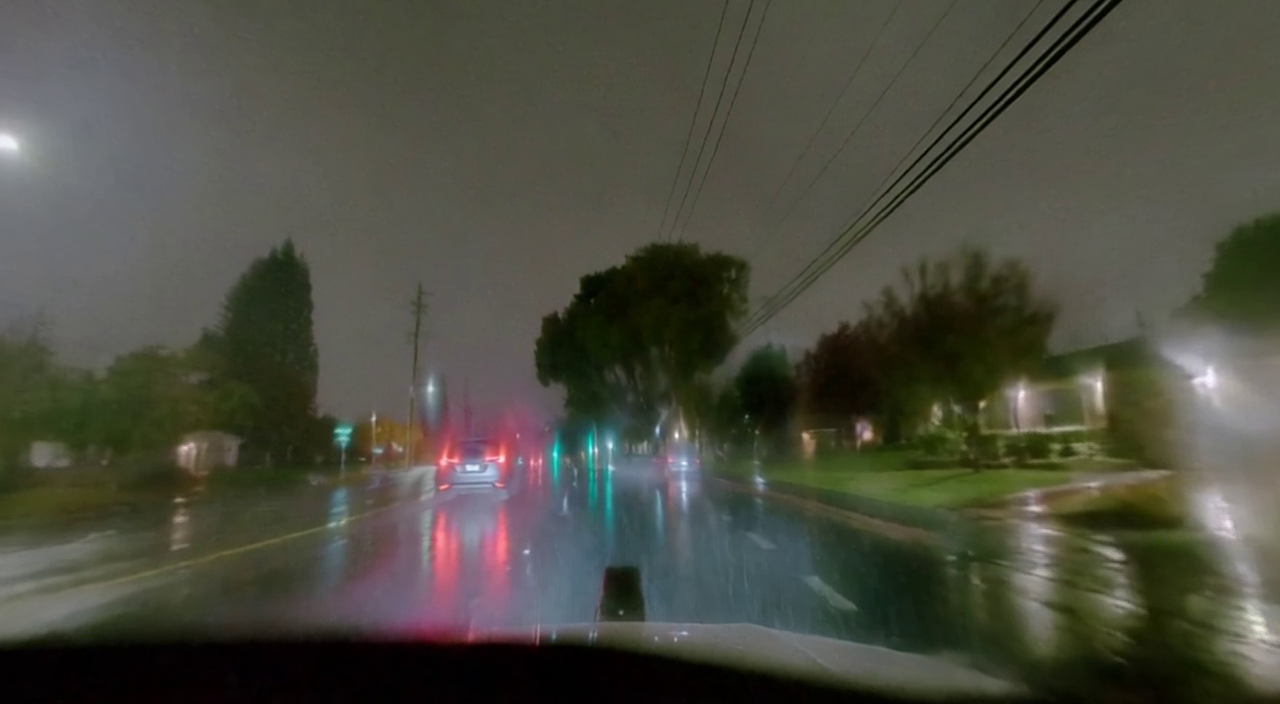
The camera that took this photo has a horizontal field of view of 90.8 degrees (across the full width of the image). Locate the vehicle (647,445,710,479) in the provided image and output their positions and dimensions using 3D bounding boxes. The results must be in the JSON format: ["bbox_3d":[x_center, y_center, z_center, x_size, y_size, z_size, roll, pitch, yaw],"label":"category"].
[{"bbox_3d":[1.754,5.229,30.336,1.928,1.447,4.386,2,-9,-11],"label":"vehicle"}]

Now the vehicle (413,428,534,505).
[{"bbox_3d":[-4.244,3.011,16.967,2.175,1.772,4.442,1,-9,-2],"label":"vehicle"}]
